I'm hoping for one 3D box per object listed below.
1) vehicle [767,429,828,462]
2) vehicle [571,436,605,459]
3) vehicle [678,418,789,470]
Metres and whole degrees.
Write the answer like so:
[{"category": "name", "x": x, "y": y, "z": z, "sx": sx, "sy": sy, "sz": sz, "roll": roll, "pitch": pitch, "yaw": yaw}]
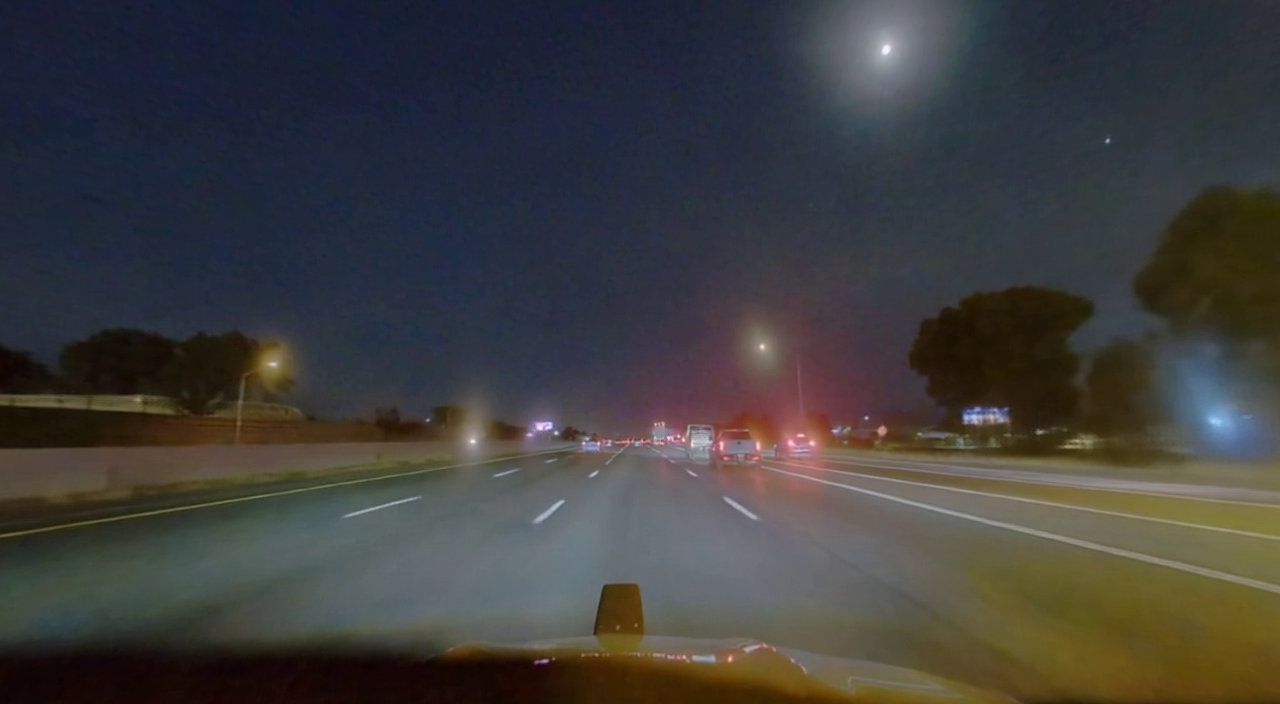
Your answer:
[{"category": "vehicle", "x": 9.797, "y": 5.897, "z": 39.653, "sx": 2.184, "sy": 1.873, "sz": 5.466, "roll": 0, "pitch": -8, "yaw": -3}, {"category": "vehicle", "x": -3.611, "y": 6.718, "z": 44.347, "sx": 2.066, "sy": 1.500, "sz": 4.415, "roll": 0, "pitch": -8, "yaw": 0}, {"category": "vehicle", "x": 4.042, "y": 4.589, "z": 31.365, "sx": 3.042, "sy": 2.004, "sz": 14.051, "roll": 0, "pitch": -8, "yaw": -2}]
